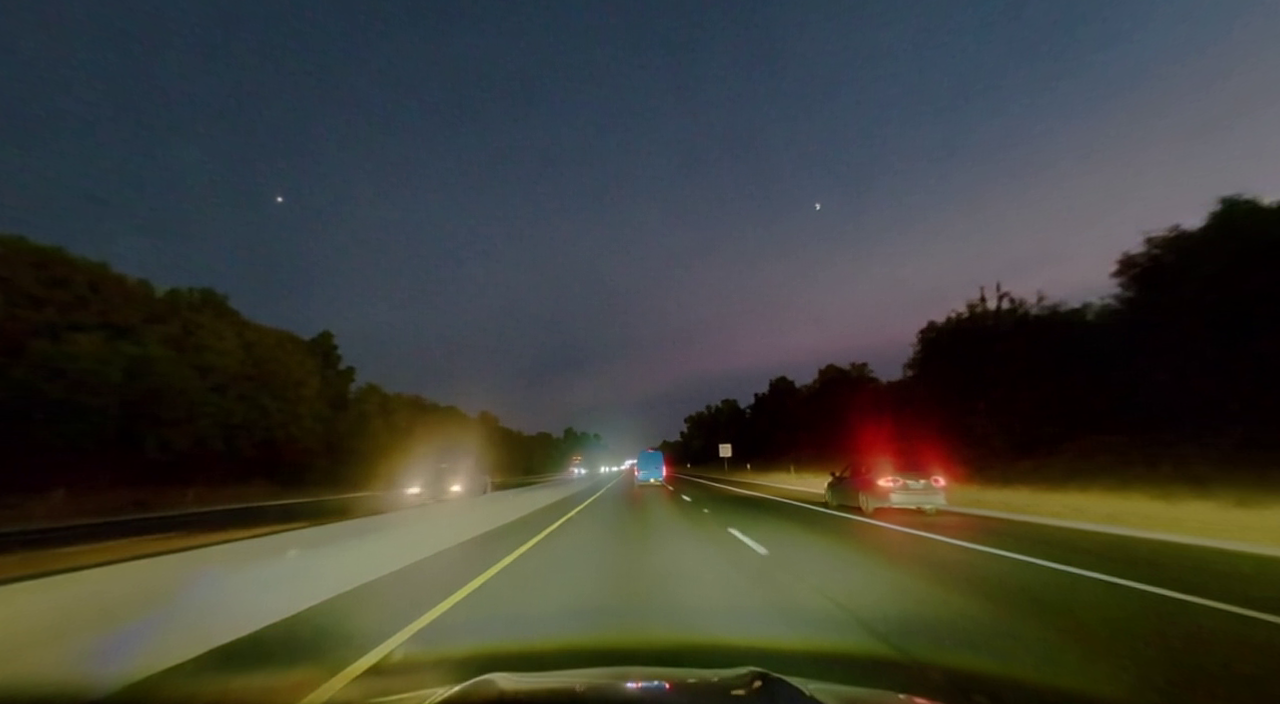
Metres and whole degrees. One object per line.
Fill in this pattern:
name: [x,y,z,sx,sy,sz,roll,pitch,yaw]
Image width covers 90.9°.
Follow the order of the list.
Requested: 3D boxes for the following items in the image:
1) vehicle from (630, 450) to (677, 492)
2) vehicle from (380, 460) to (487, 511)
vehicle: [0.699,6.737,35.744,2.429,2.167,4.558,1,-11,-1]
vehicle: [-7.861,5.153,24.613,2.509,1.758,4.648,1,-11,1]
